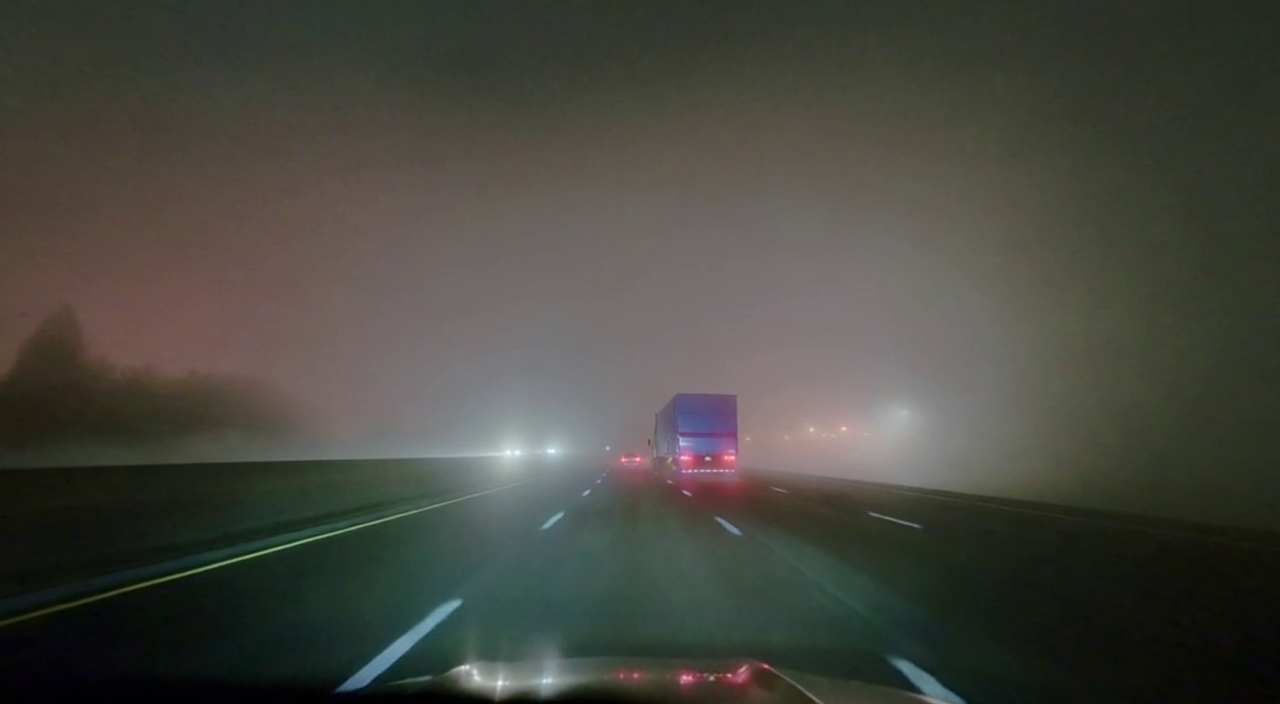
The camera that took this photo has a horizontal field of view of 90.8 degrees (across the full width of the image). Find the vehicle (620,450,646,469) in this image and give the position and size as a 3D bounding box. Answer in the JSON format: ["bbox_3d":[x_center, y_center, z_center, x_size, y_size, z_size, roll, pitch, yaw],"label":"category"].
[{"bbox_3d":[-0.547,8.457,49.699,1.898,1.438,4.053,0,-9,0],"label":"vehicle"}]

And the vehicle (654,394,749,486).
[{"bbox_3d":[2.966,5.294,37.054,3.462,4.177,16.311,0,-9,-2],"label":"vehicle"}]
